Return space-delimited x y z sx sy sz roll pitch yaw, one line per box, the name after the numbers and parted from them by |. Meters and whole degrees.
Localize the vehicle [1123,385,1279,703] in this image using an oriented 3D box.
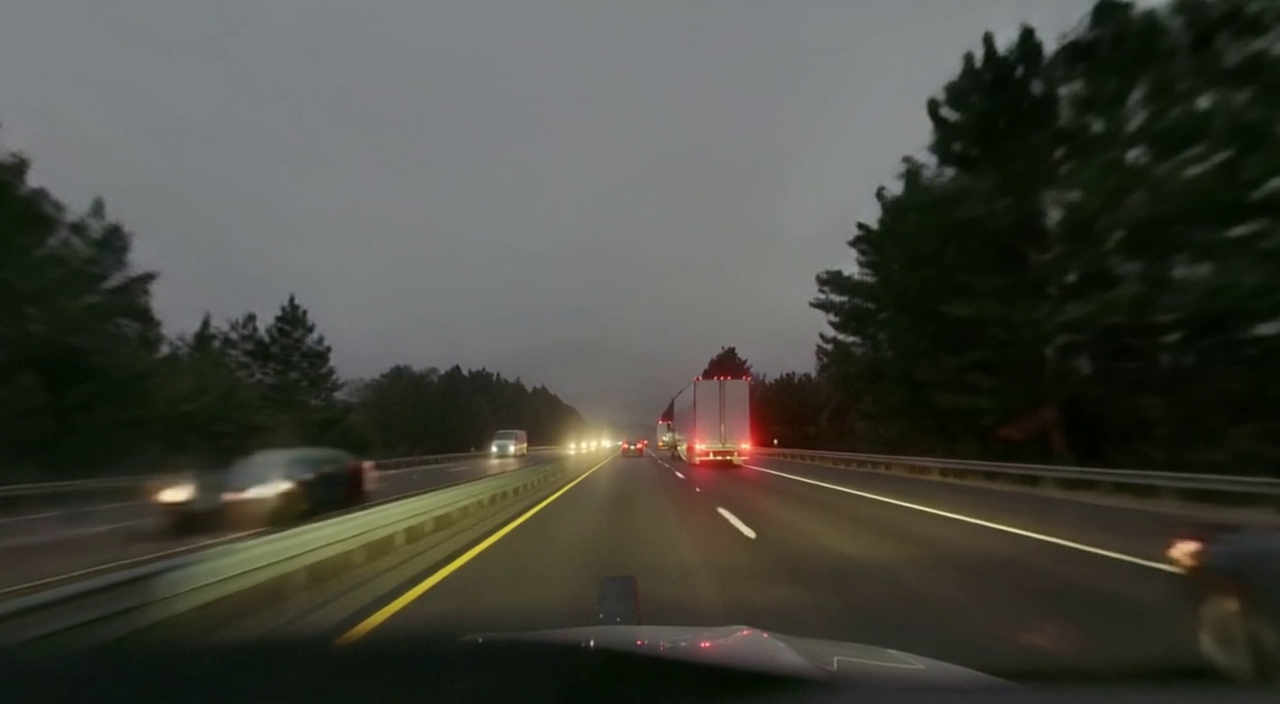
3.835 0.733 1.383 2.072 1.534 4.300 0 -8 -1 | vehicle

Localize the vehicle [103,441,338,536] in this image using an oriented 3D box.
-7.941 2.554 12.493 1.862 1.525 4.059 0 -8 0 | vehicle

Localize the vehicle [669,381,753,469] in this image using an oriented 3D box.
3.552 4.223 35.524 2.919 4.004 13.911 0 -8 -1 | vehicle

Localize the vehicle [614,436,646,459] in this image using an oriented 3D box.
-0.746 6.933 45.946 2.192 1.623 4.887 0 -8 -1 | vehicle
